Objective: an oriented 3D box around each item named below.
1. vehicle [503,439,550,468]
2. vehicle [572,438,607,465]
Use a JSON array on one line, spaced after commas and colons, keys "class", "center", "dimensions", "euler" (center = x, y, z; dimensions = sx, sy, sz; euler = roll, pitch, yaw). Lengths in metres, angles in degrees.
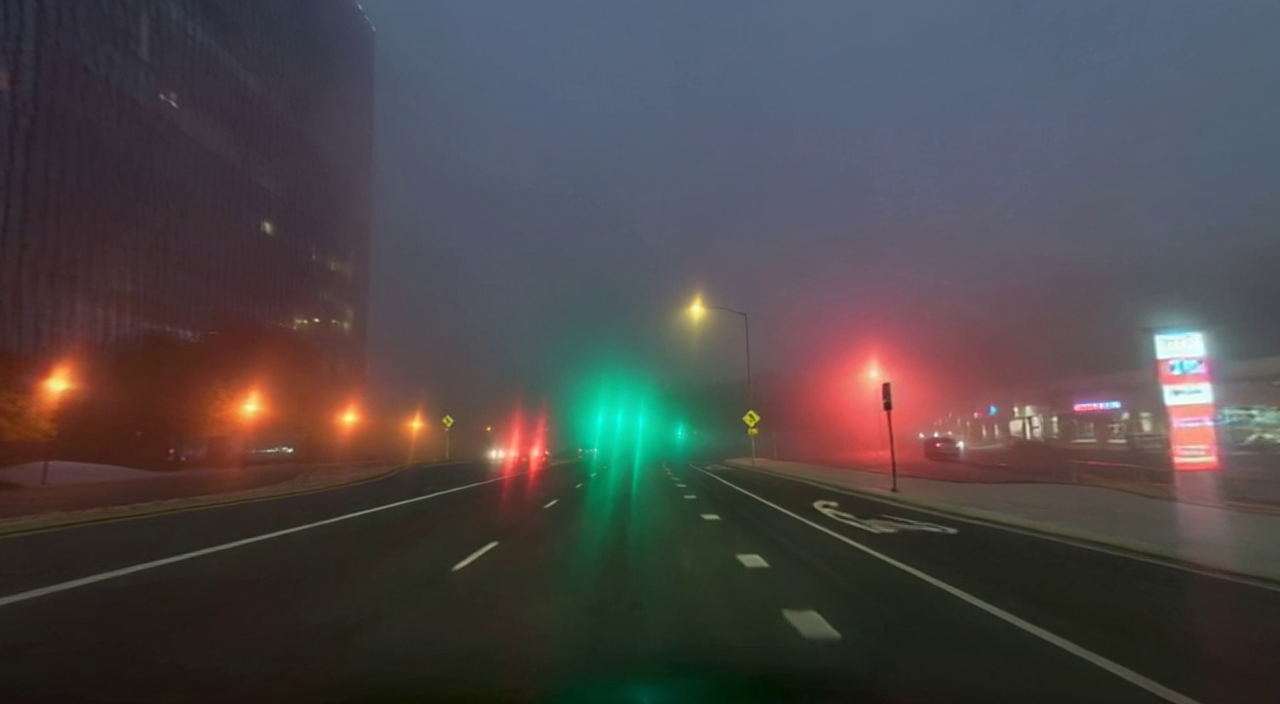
[{"class": "vehicle", "center": [-6.698, 6.069, 37.850], "dimensions": [1.909, 1.605, 4.561], "euler": [0, -9, 1]}, {"class": "vehicle", "center": [-3.496, 6.962, 44.244], "dimensions": [2.052, 1.729, 4.195], "euler": [0, -9, 1]}]
